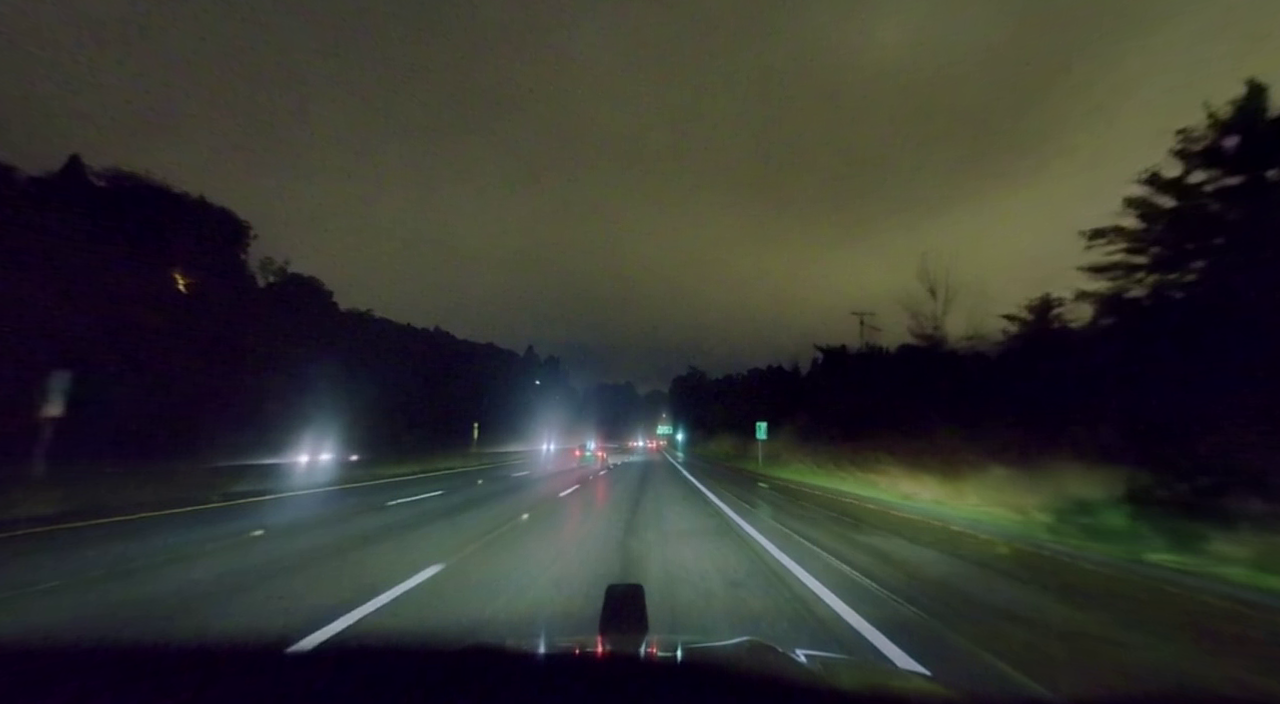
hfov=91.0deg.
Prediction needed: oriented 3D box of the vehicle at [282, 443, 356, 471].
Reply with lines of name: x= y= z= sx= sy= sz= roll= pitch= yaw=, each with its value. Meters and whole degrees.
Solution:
vehicle: x=-18.593 y=6.084 z=36.670 sx=1.916 sy=1.496 sz=4.271 roll=0 pitch=-8 yaw=2

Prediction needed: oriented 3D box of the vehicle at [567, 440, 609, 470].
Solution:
vehicle: x=-2.905 y=5.882 z=36.147 sx=2.015 sy=1.561 sz=4.469 roll=0 pitch=-8 yaw=0
